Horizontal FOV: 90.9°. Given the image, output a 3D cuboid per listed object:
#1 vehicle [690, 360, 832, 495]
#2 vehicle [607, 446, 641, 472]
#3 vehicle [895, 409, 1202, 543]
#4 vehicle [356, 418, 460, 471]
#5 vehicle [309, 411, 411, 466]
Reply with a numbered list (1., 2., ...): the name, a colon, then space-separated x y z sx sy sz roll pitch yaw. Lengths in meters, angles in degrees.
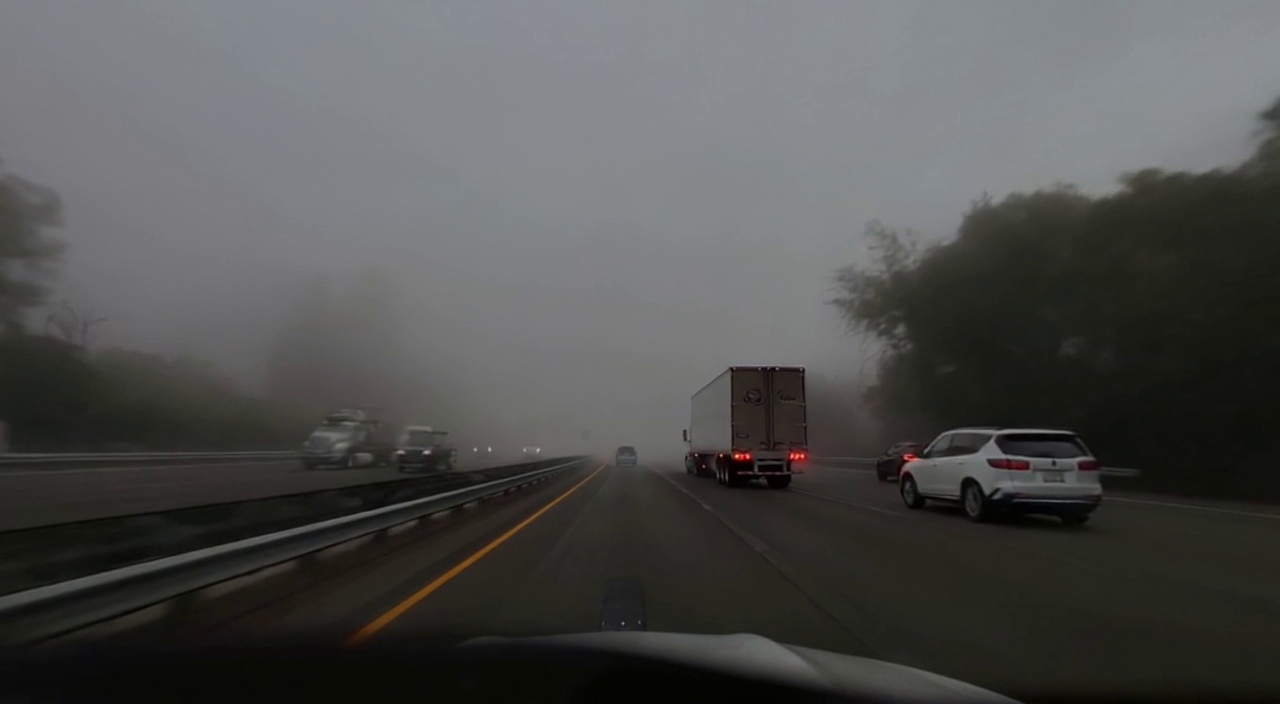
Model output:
1. vehicle: 4.166 3.325 25.905 2.890 4.006 14.039 0 -9 -1
2. vehicle: -1.012 6.970 41.235 2.111 1.599 3.859 0 -9 -1
3. vehicle: 6.844 2.153 11.526 2.128 1.872 5.043 0 -9 -1
4. vehicle: -8.801 3.607 24.428 2.221 1.825 4.781 0 -9 0
5. vehicle: -16.020 5.091 36.730 2.609 2.862 7.328 0 -9 -1
